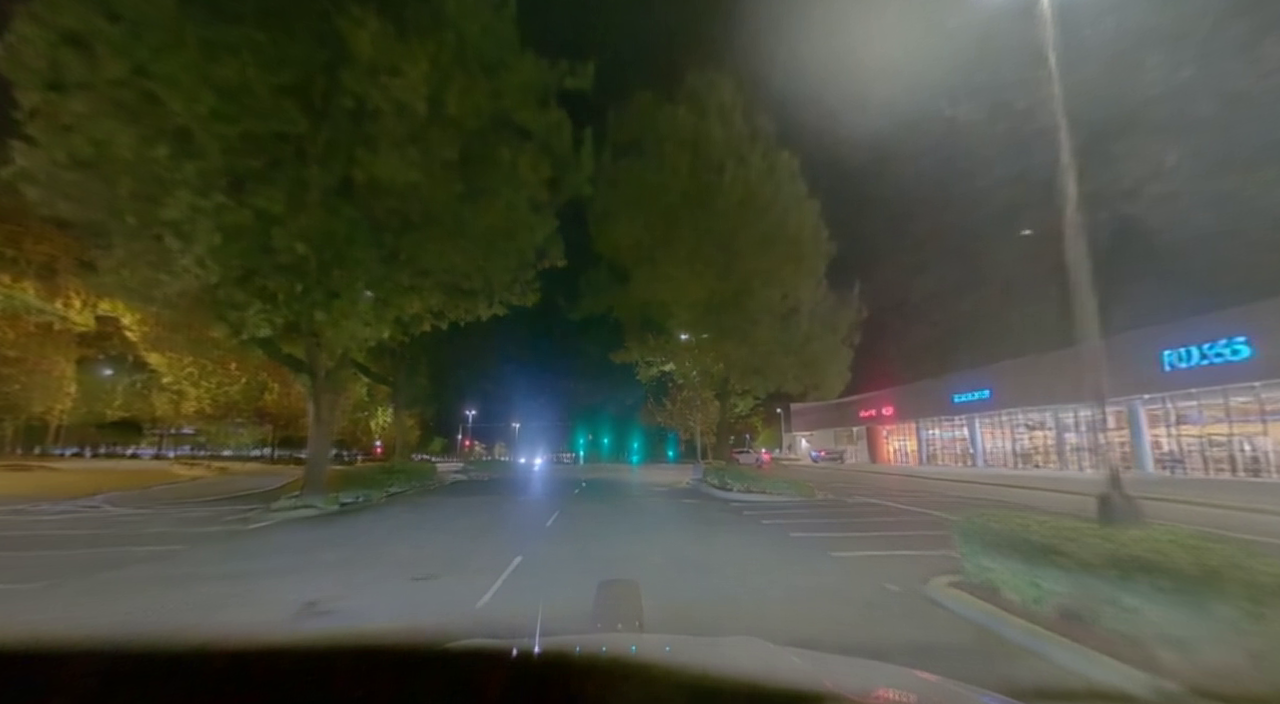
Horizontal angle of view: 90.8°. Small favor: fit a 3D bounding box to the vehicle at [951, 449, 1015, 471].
[{"bbox_3d":[26.342,8.296,48.694,1.845,1.463,4.399,1,-8,-12],"label":"vehicle"}]
